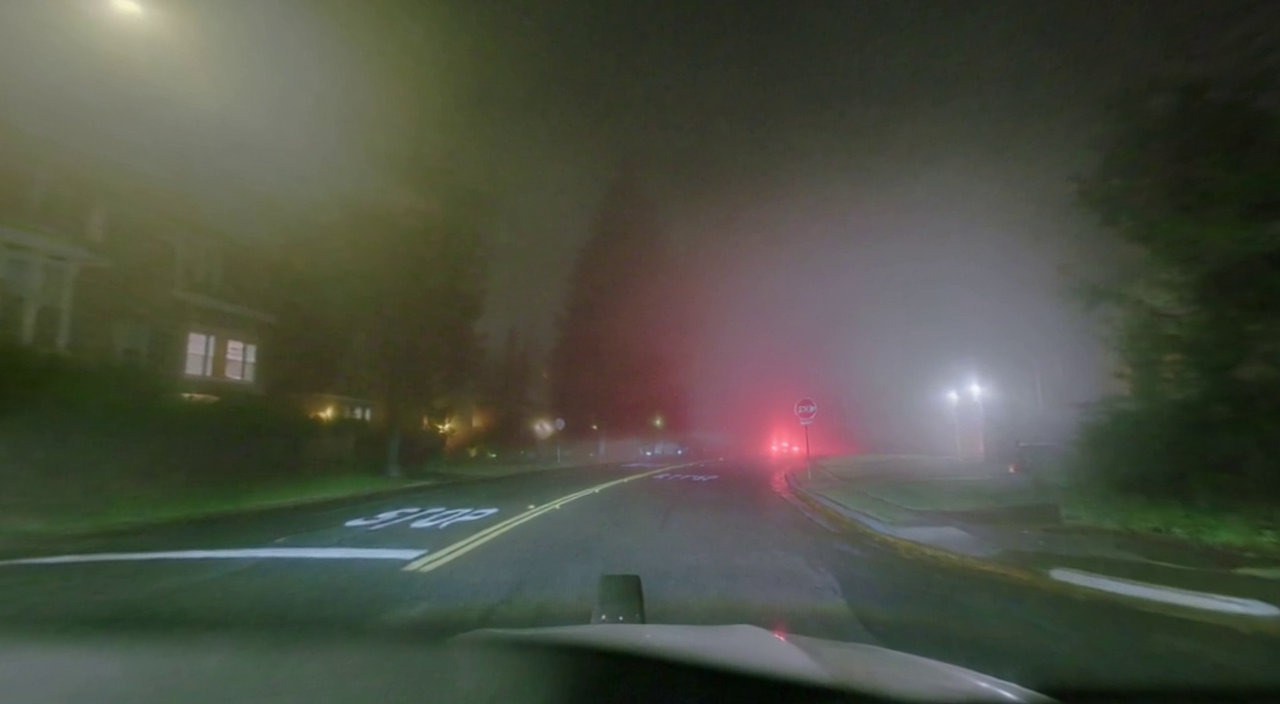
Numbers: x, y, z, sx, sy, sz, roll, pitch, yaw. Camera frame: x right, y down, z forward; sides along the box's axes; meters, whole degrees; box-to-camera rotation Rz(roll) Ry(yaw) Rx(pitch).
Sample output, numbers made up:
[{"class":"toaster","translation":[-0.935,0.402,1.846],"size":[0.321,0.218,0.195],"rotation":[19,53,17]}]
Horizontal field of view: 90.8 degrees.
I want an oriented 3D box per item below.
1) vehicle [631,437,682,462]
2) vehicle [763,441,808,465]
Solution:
[{"class":"vehicle","translation":[1.299,7.274,47.266],"size":[2.030,1.696,4.828],"rotation":[-4,-9,24]},{"class":"vehicle","translation":[9.703,6.665,41.819],"size":[2.045,1.478,4.914],"rotation":[-4,-9,22]}]
